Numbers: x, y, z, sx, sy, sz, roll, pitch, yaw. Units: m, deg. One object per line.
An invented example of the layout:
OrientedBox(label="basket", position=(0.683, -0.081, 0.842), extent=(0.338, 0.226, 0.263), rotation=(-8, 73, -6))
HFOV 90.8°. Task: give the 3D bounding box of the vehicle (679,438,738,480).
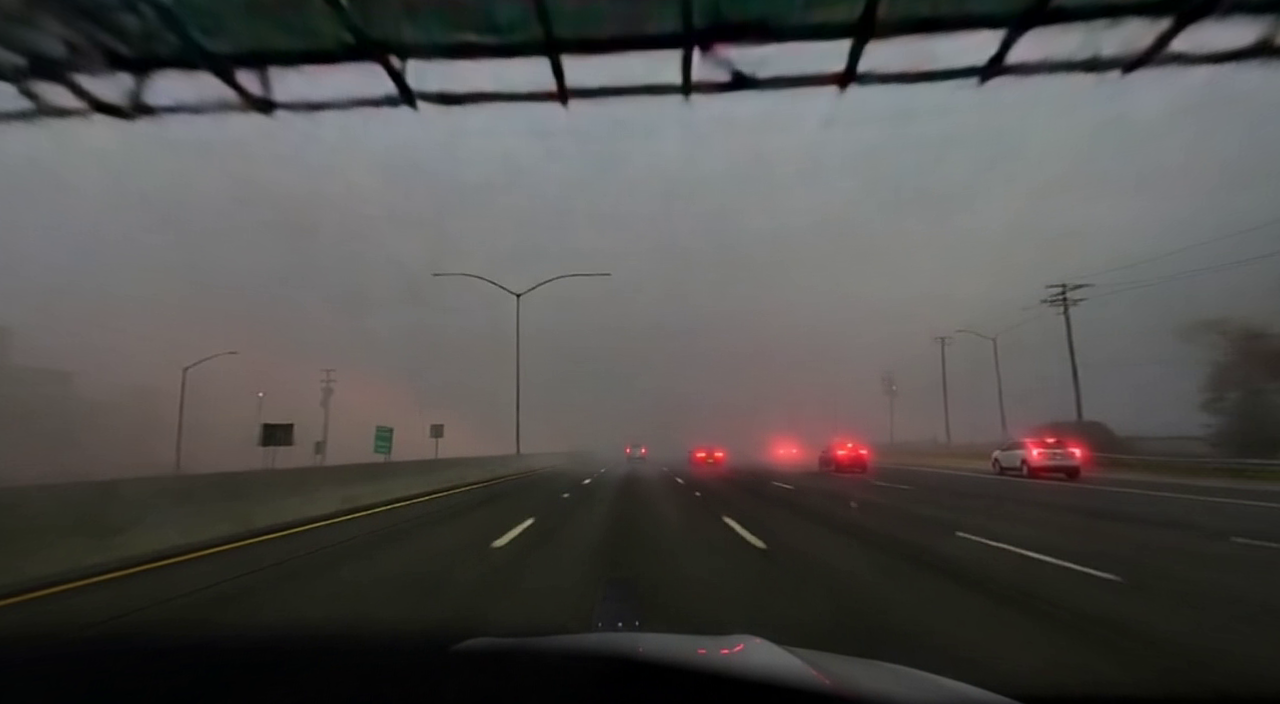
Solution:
OrientedBox(label="vehicle", position=(2.877, 4.646, 27.614), extent=(1.997, 1.638, 4.281), rotation=(0, -9, -2))

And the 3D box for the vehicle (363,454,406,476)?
OrientedBox(label="vehicle", position=(-16.764, 7.413, 41.592), extent=(1.480, 1.376, 3.328), rotation=(-1, -9, 0))

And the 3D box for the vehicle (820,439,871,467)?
OrientedBox(label="vehicle", position=(14.021, 6.937, 43.468), extent=(2.070, 1.782, 5.006), rotation=(-1, -9, 3))

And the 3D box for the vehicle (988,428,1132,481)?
OrientedBox(label="vehicle", position=(16.973, 4.196, 26.027), extent=(2.190, 1.911, 5.658), rotation=(0, -9, 3))
